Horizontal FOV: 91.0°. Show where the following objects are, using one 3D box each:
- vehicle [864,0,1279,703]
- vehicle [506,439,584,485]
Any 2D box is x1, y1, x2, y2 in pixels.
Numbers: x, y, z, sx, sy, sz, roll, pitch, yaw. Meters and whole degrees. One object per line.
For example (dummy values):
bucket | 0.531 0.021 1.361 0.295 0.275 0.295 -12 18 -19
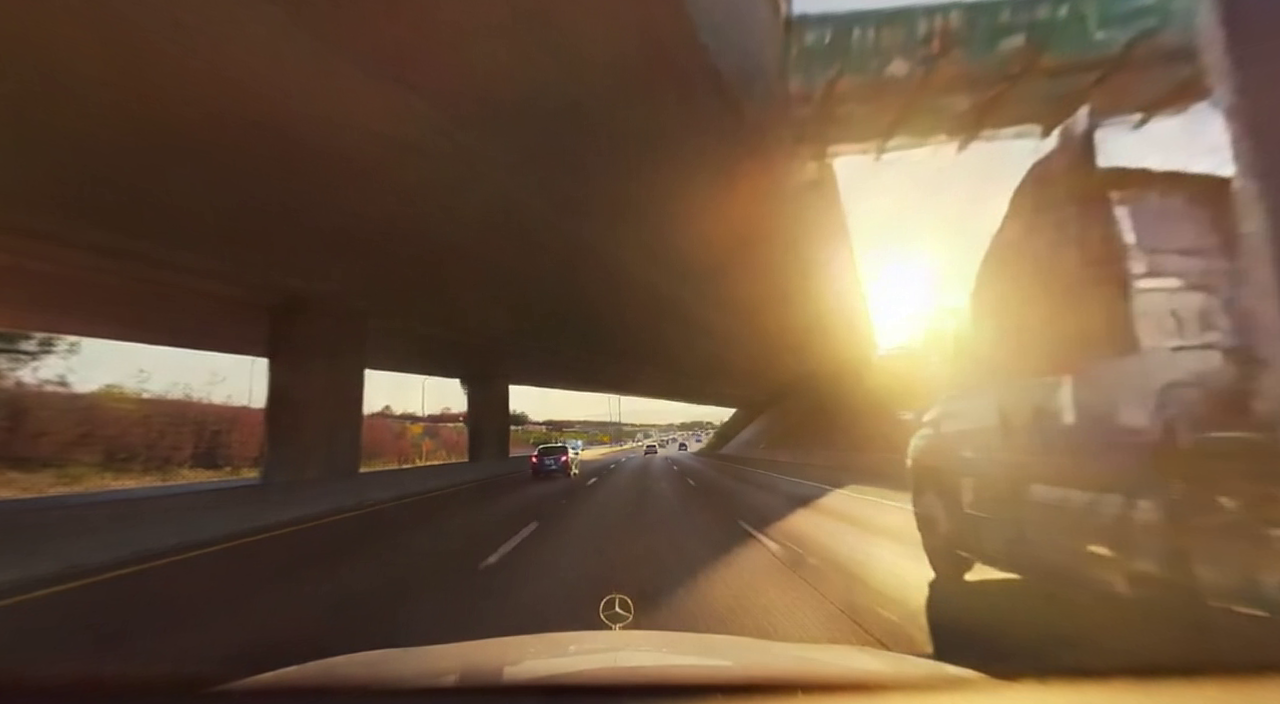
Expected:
vehicle | 3.716 0.033 3.778 3.188 3.556 3.732 0 -8 -1
vehicle | -3.486 4.135 24.046 2.276 1.551 4.484 0 -8 1
